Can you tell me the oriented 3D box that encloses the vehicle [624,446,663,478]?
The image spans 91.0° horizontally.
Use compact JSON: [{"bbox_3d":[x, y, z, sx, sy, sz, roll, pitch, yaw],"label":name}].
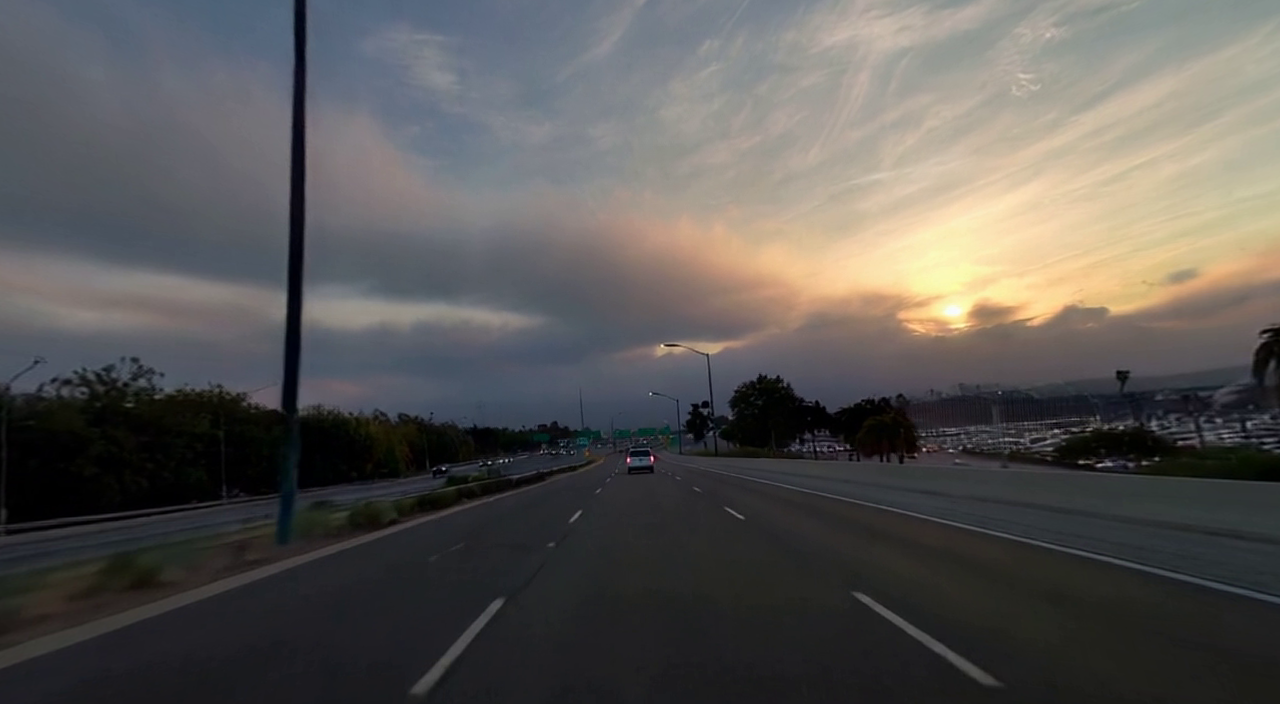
[{"bbox_3d":[0.178,6.288,36.260,2.089,1.718,4.193,0,-9,0],"label":"vehicle"}]
